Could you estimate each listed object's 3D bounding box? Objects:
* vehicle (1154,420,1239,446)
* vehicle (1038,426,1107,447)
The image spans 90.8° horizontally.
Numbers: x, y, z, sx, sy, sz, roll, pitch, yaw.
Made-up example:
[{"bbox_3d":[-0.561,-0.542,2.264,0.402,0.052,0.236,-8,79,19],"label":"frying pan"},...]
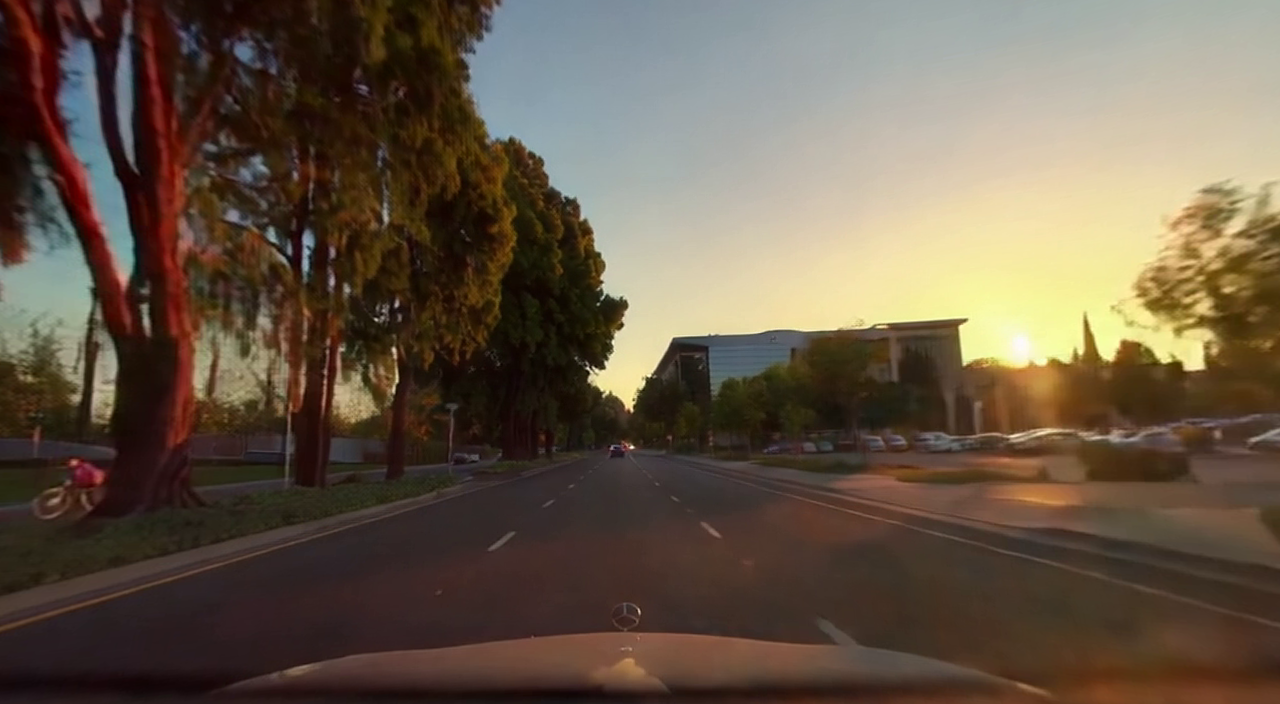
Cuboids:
[{"bbox_3d":[43.352,6.384,49.392,1.929,1.842,4.959,0,-9,-3],"label":"vehicle"},{"bbox_3d":[32.746,6.484,48.006,1.850,1.490,4.701,0,-9,0],"label":"vehicle"}]
